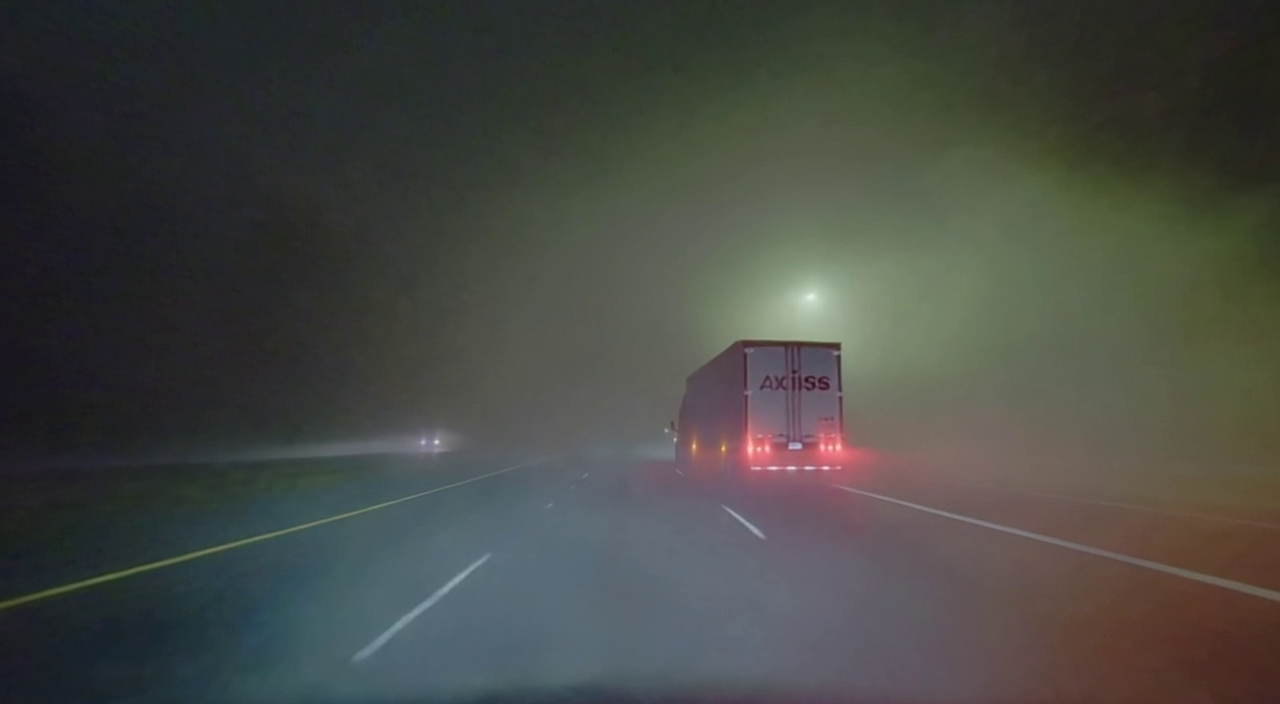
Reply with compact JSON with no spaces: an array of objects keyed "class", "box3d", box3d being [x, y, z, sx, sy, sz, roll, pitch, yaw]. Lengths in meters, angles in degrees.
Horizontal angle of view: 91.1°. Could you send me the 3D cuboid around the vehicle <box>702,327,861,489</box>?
[{"class":"vehicle","box3d":[3.900,1.957,20.035,2.880,3.986,9.103,0,-8,0]}]
